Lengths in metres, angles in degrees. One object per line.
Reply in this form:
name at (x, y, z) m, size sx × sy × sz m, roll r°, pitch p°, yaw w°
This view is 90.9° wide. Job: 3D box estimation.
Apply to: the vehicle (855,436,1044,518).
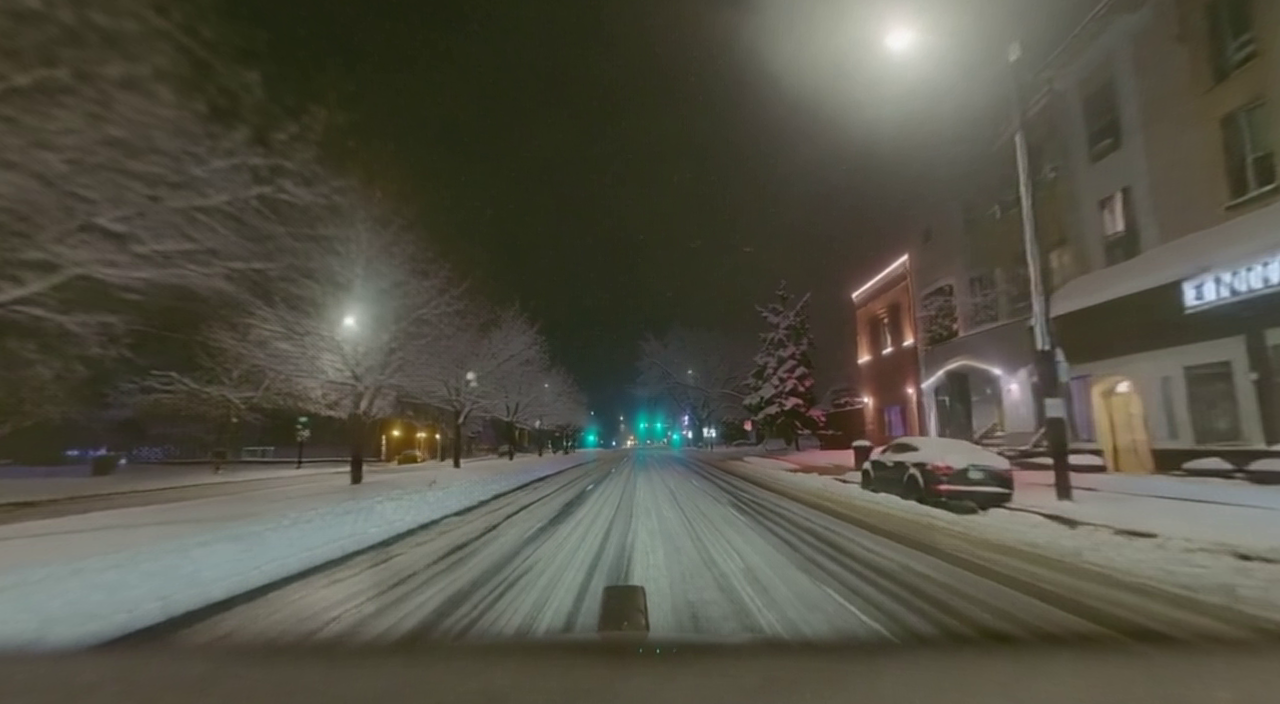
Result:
vehicle at (6.618, 2.675, 14.210) m, size 1.923 × 1.498 × 4.676 m, roll 1°, pitch -8°, yaw 0°
